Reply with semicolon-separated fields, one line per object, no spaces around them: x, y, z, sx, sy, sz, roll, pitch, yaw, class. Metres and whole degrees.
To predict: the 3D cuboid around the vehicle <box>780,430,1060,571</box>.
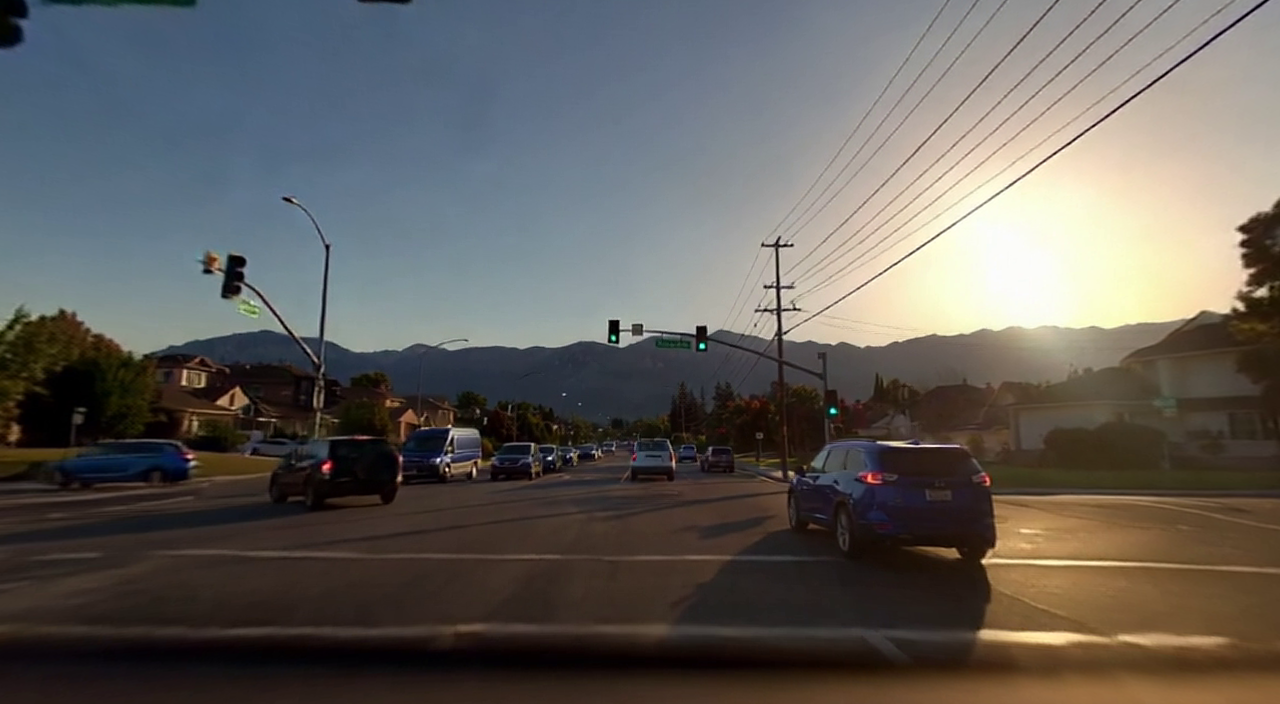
3.859;2.114;9.891;2.155;1.658;4.721;0;-8;-1;vehicle

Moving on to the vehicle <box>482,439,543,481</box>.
-5.916;5.046;29.792;1.983;1.801;4.391;0;-8;0;vehicle

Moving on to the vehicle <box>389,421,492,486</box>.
-9.177;4.748;29.806;2.725;2.710;6.304;0;-8;0;vehicle

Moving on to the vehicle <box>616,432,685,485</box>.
0.406;4.436;26.616;2.636;2.011;5.130;0;-8;0;vehicle

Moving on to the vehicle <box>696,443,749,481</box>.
3.868;5.216;30.207;1.957;1.646;4.355;0;-8;0;vehicle

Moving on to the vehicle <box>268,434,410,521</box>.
-7.405;2.913;15.271;2.059;1.749;4.458;7;-11;-38;vehicle

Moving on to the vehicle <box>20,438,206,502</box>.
-16.823;3.727;20.224;4.530;1.864;1.999;-2;-9;11;vehicle

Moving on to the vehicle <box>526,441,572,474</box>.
-5.560;6.510;39.327;1.993;1.884;5.481;0;-8;1;vehicle
